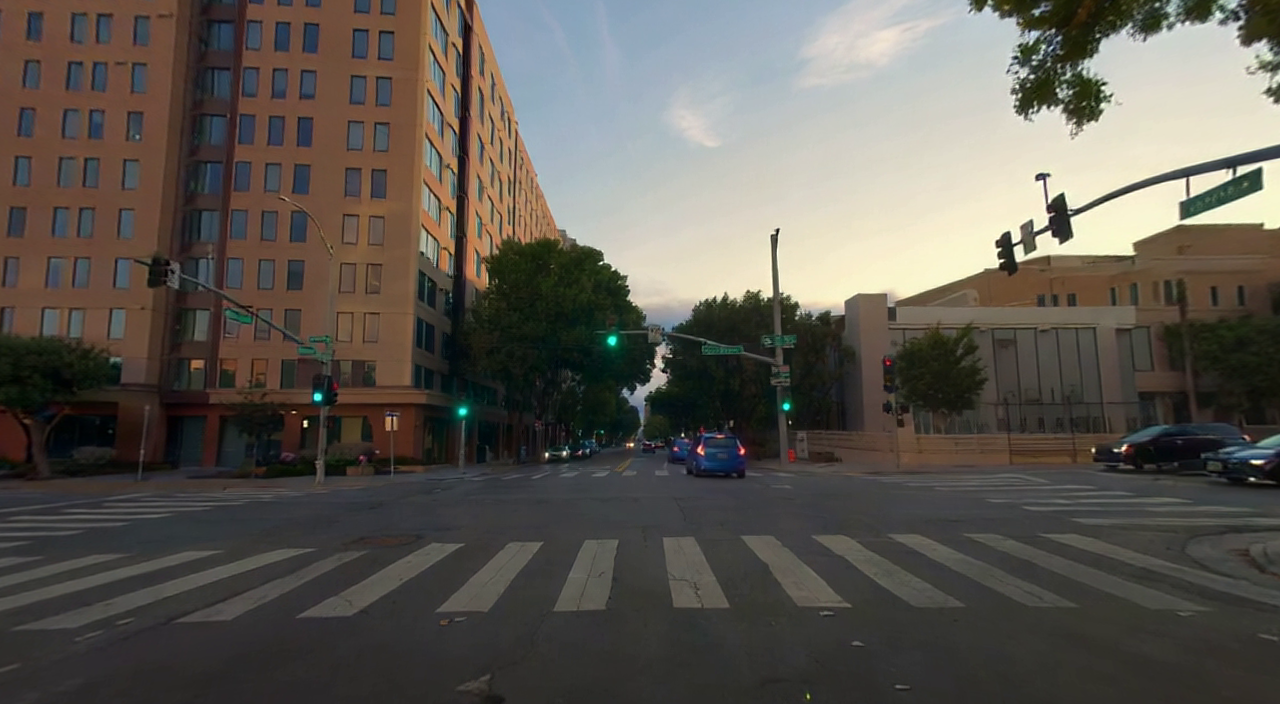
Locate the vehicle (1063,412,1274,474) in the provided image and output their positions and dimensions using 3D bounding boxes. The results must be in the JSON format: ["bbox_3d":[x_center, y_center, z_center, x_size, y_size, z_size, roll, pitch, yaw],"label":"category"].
[{"bbox_3d":[16.917,2.944,20.411,4.802,1.860,2.146,0,-8,1],"label":"vehicle"}]

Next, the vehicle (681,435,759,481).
[{"bbox_3d":[2.741,3.767,22.747,2.039,1.470,4.355,0,-8,-3],"label":"vehicle"}]
